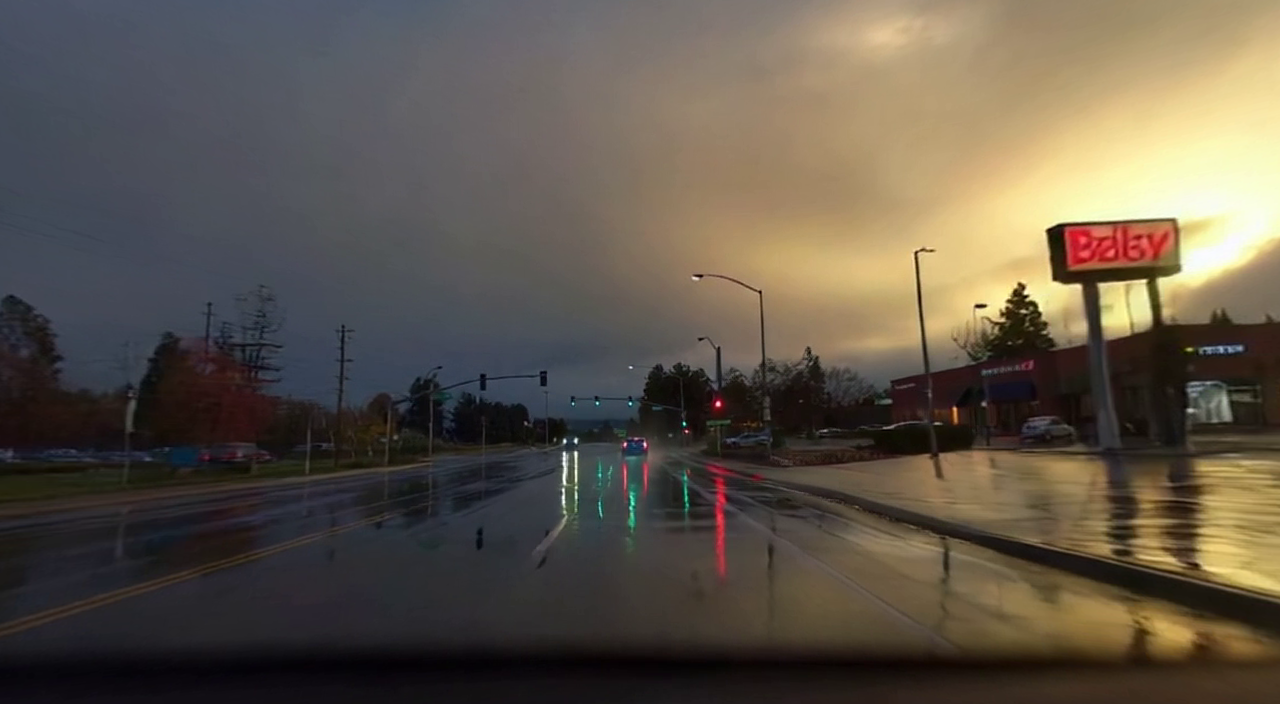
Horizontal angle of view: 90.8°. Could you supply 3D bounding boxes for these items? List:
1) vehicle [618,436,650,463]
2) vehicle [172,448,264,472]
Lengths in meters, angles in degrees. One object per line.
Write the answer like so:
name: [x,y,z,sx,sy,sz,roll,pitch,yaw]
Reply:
vehicle: [-0.399,6.450,41.913,2.024,1.628,4.774,0,-8,-1]
vehicle: [-30.553,7.814,45.836,5.136,1.723,1.953,0,-8,-2]
